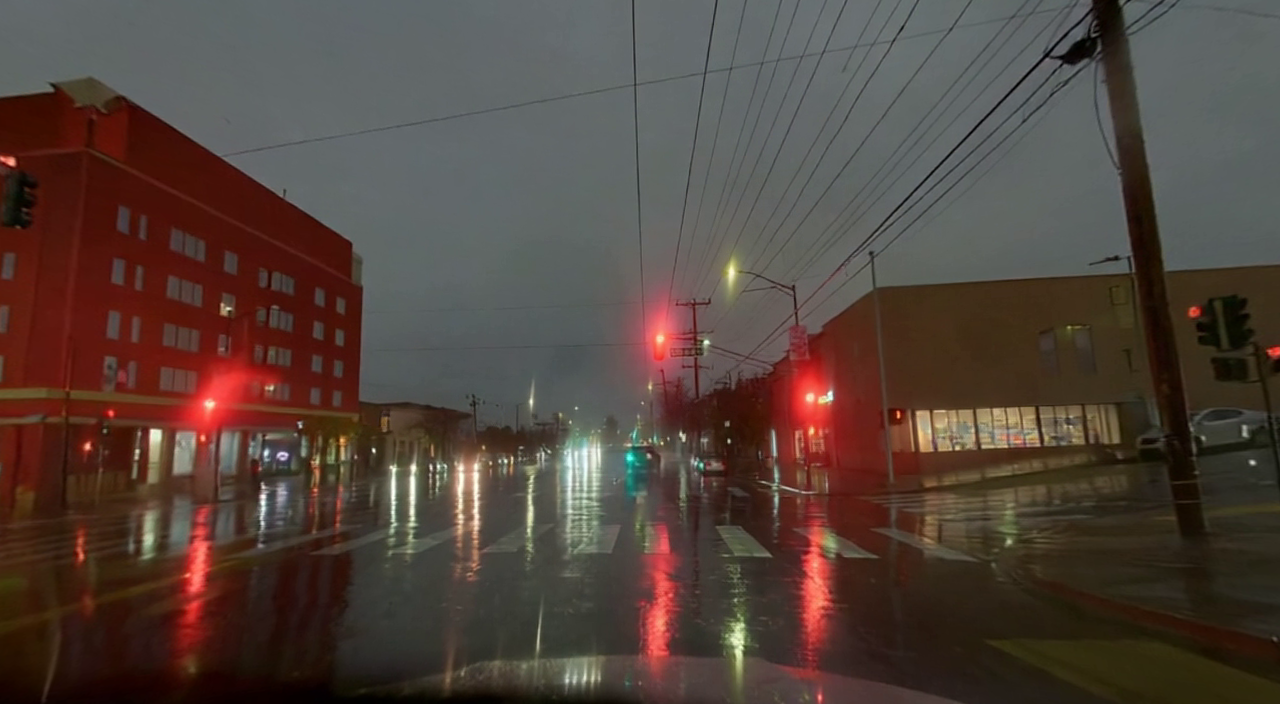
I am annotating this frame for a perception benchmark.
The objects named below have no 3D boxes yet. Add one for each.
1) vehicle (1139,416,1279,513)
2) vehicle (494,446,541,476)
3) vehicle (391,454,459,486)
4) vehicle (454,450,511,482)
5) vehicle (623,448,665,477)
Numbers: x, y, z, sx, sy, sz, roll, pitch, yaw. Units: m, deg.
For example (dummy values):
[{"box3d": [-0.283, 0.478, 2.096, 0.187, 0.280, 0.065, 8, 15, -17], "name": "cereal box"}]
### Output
[{"box3d": [12.633, 2.232, 12.750, 3.234, 1.746, 1.941, -3, -10, 2], "name": "vehicle"}, {"box3d": [-8.201, 7.319, 42.536, 2.096, 1.830, 4.752, 0, -9, 2], "name": "vehicle"}, {"box3d": [-12.018, 6.599, 35.573, 1.943, 1.574, 4.727, 0, -9, 3], "name": "vehicle"}, {"box3d": [-8.720, 6.326, 35.292, 2.020, 1.672, 3.842, 0, -9, 3], "name": "vehicle"}, {"box3d": [0.323, 6.641, 38.140, 2.120, 1.650, 4.525, 0, -9, 5], "name": "vehicle"}]
